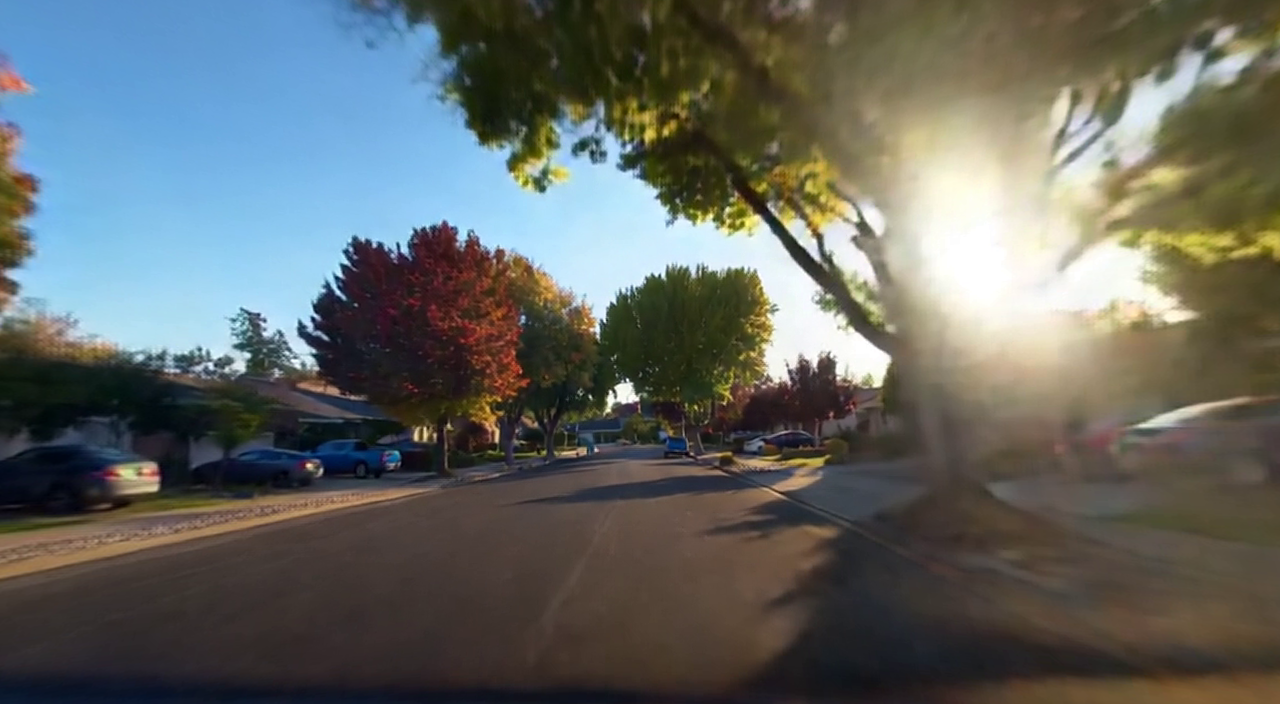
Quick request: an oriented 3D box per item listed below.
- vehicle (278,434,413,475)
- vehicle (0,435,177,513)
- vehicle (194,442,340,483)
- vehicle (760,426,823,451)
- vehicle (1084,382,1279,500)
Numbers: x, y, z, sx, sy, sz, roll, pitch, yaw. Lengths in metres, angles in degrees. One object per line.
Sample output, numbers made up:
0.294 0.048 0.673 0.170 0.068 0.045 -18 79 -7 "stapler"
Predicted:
-13.899 4.881 30.079 5.286 1.847 2.166 0 -8 1 "vehicle"
-13.773 2.811 15.054 1.982 1.596 3.988 -2 -9 11 "vehicle"
-14.150 4.209 24.170 4.285 1.483 1.954 0 -8 -1 "vehicle"
10.871 6.230 45.613 4.069 1.680 2.156 0 -7 2 "vehicle"
10.671 1.406 10.608 4.582 1.680 2.223 -4 -9 4 "vehicle"
